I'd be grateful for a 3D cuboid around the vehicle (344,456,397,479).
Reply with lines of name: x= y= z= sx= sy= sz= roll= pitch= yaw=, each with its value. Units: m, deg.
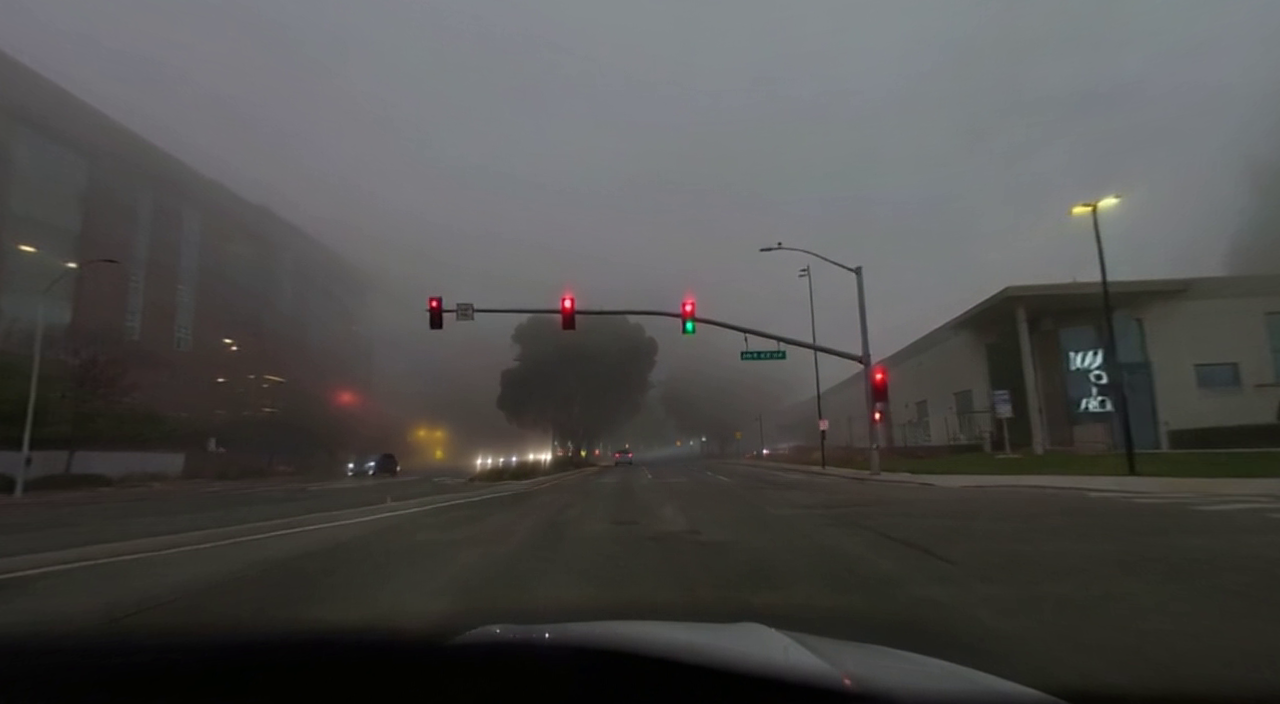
vehicle: x=-19.373 y=8.292 z=45.590 sx=1.851 sy=1.502 sz=4.398 roll=0 pitch=-8 yaw=0
